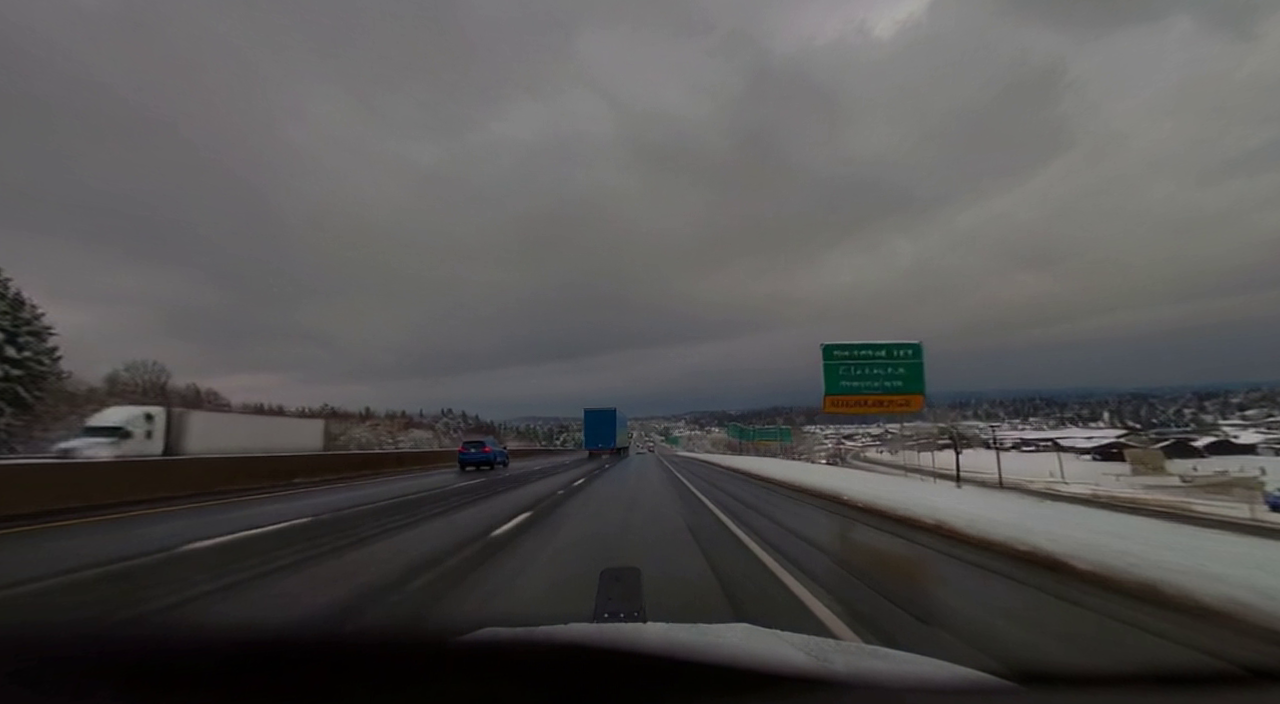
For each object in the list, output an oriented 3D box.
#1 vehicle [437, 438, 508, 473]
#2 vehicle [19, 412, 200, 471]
[{"bbox_3d":[-7.640,4.745,29.128,1.901,1.467,4.629,0,-8,1],"label":"vehicle"},{"bbox_3d":[-32.599,5.621,39.381,2.885,3.192,9.464,0,-8,1],"label":"vehicle"}]
